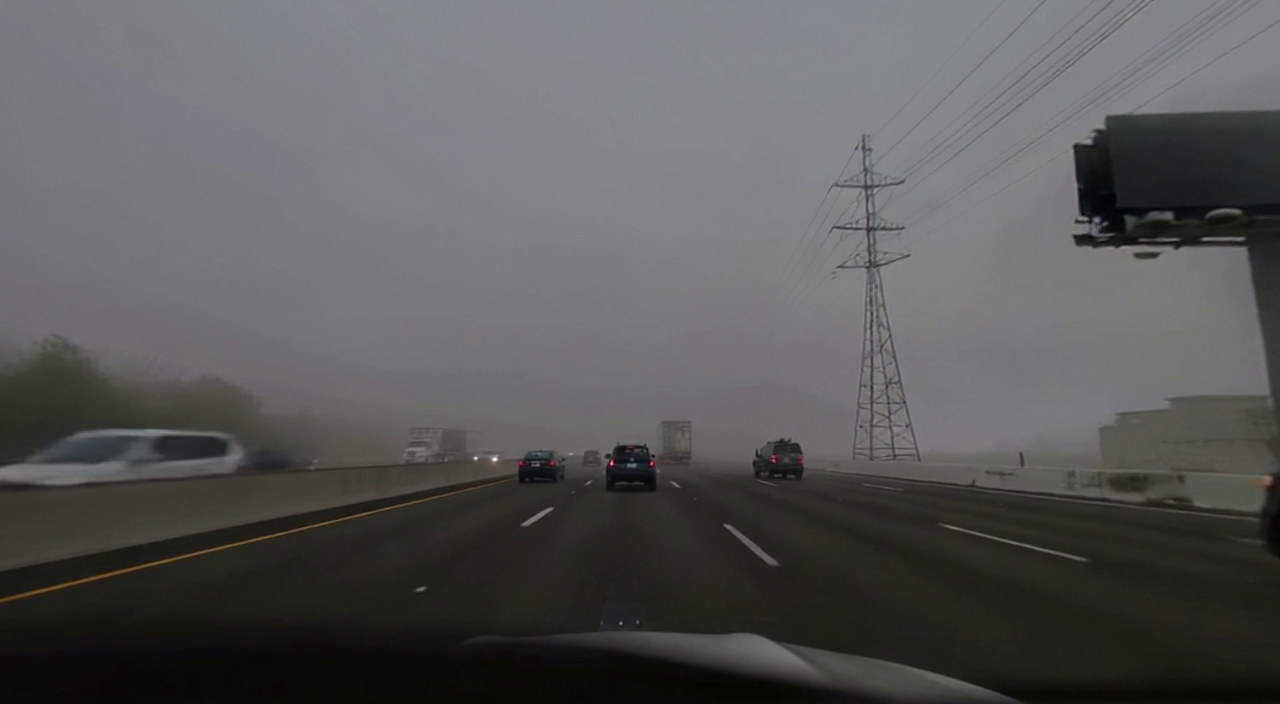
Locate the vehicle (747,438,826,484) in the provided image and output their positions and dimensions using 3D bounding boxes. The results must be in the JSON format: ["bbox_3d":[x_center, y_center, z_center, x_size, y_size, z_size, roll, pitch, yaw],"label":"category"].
[{"bbox_3d":[6.767,5.111,29.919,2.302,1.973,5.502,0,-9,-1],"label":"vehicle"}]

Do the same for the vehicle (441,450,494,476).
[{"bbox_3d":[-10.749,6.944,39.629,2.008,1.500,4.376,0,-9,1],"label":"vehicle"}]

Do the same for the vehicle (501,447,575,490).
[{"bbox_3d":[-3.834,4.470,24.583,2.025,1.498,4.675,0,-9,1],"label":"vehicle"}]

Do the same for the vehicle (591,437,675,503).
[{"bbox_3d":[-0.207,3.393,18.536,2.191,1.685,4.015,0,-9,-1],"label":"vehicle"}]

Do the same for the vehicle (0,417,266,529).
[{"bbox_3d":[-10.520,2.332,12.790,2.244,1.729,5.864,0,-9,1],"label":"vehicle"}]
